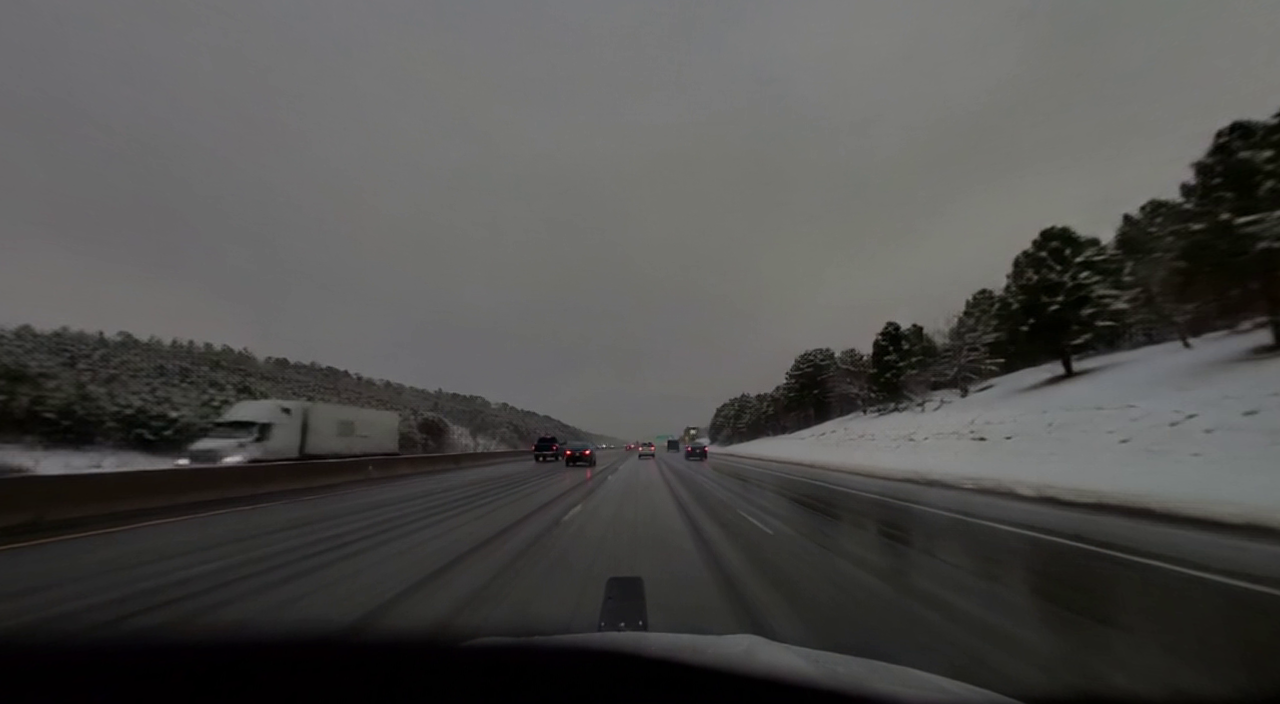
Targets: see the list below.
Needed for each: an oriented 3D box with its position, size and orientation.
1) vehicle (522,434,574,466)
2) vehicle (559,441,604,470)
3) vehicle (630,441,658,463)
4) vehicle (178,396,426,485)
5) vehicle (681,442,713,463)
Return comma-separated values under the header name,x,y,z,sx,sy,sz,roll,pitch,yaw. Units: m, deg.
name,x,y,z,sx,sy,sz,roll,pitch,yaw
vehicle,-6.269,6.792,43.998,2.589,2.063,6.206,0,-8,1
vehicle,-3.279,5.913,36.377,2.091,1.552,4.516,0,-8,1
vehicle,0.305,7.558,47.756,2.031,1.566,3.904,0,-8,0
vehicle,-13.252,3.845,27.141,3.356,2.882,13.070,0,-8,1
vehicle,4.378,7.722,48.650,2.027,1.525,4.348,0,-8,0
